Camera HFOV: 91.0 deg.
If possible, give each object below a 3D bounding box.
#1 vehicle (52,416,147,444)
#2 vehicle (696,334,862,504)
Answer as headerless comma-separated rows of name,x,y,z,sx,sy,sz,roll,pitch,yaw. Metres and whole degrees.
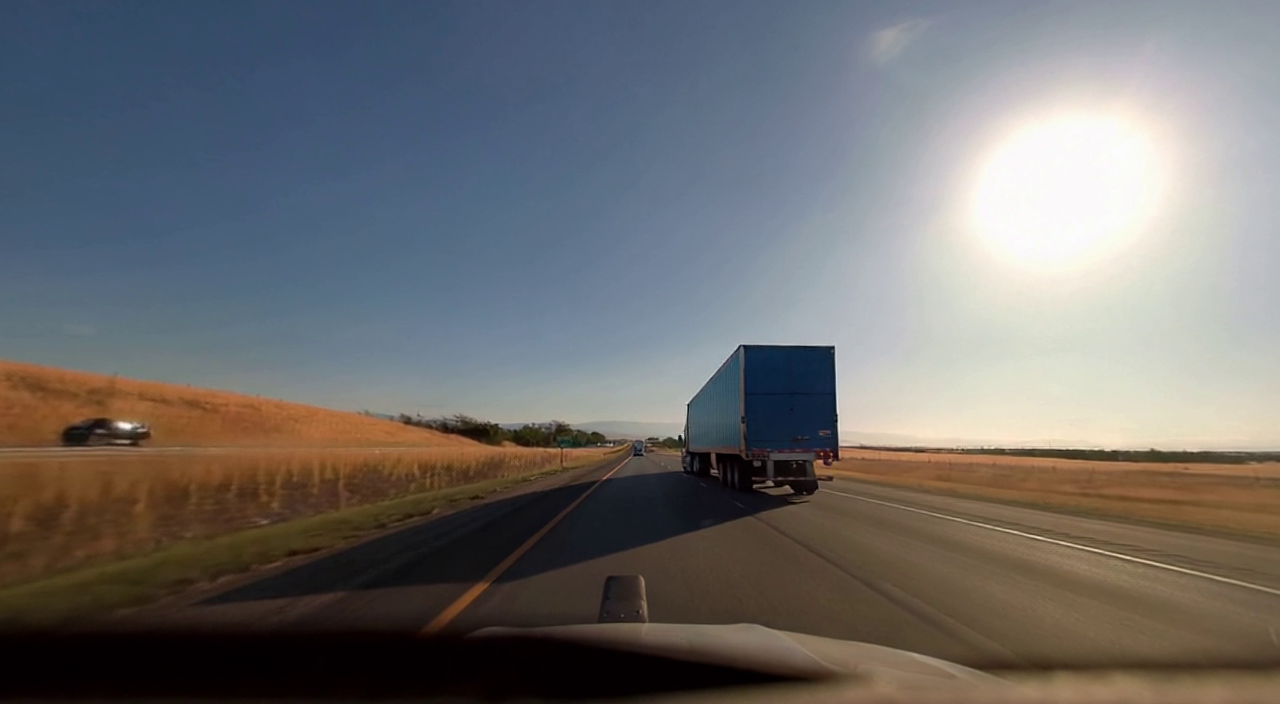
vehicle,-33.386,4.870,39.098,1.905,1.601,4.480,0,-9,0
vehicle,3.981,2.606,22.046,2.818,4.206,12.987,0,-9,0
